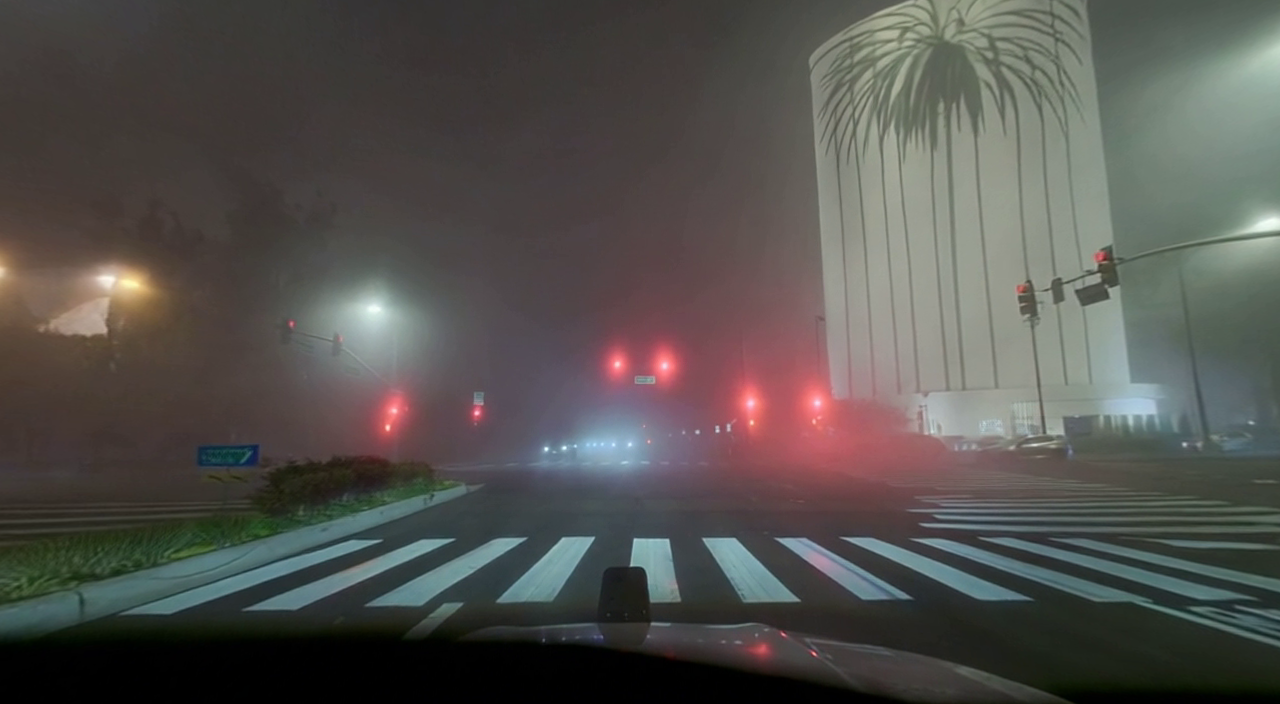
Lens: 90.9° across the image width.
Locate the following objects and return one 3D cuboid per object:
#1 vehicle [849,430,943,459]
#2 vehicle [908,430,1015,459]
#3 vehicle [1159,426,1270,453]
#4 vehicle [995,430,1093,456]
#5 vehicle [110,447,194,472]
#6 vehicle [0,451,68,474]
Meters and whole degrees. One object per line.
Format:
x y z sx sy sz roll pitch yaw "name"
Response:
14.974 5.428 37.030 4.648 1.665 1.910 0 -8 0 "vehicle"
16.912 4.868 33.305 4.684 1.461 1.777 0 -8 -1 "vehicle"
33.139 5.062 36.440 4.567 1.458 1.791 0 -8 0 "vehicle"
23.502 5.338 36.777 4.423 1.465 1.798 0 -8 1 "vehicle"
-33.094 7.279 42.827 4.136 1.661 1.857 0 -8 1 "vehicle"
-41.661 7.497 42.844 3.698 1.467 1.779 0 -8 1 "vehicle"
